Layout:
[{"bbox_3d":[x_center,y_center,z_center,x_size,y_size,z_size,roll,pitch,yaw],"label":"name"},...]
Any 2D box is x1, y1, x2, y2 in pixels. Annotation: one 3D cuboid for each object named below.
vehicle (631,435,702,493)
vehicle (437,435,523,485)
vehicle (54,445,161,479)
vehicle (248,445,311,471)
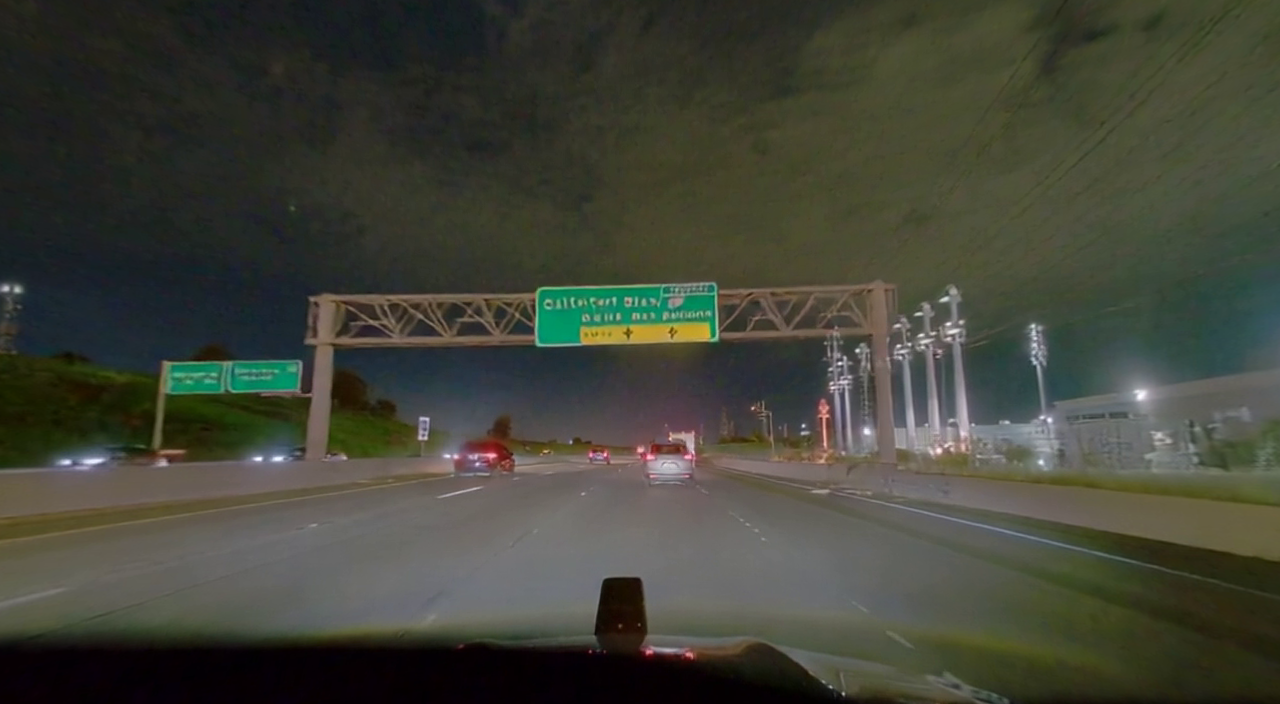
[{"bbox_3d":[0.813,3.674,21.016,2.134,1.733,4.049,0,-8,0],"label":"vehicle"},{"bbox_3d":[-6.338,4.333,25.590,2.220,1.841,4.516,0,-8,1],"label":"vehicle"},{"bbox_3d":[-24.147,4.966,28.751,1.625,1.436,3.628,0,-8,1],"label":"vehicle"},{"bbox_3d":[-20.575,6.019,36.086,1.556,1.393,3.373,0,-9,0],"label":"vehicle"}]
